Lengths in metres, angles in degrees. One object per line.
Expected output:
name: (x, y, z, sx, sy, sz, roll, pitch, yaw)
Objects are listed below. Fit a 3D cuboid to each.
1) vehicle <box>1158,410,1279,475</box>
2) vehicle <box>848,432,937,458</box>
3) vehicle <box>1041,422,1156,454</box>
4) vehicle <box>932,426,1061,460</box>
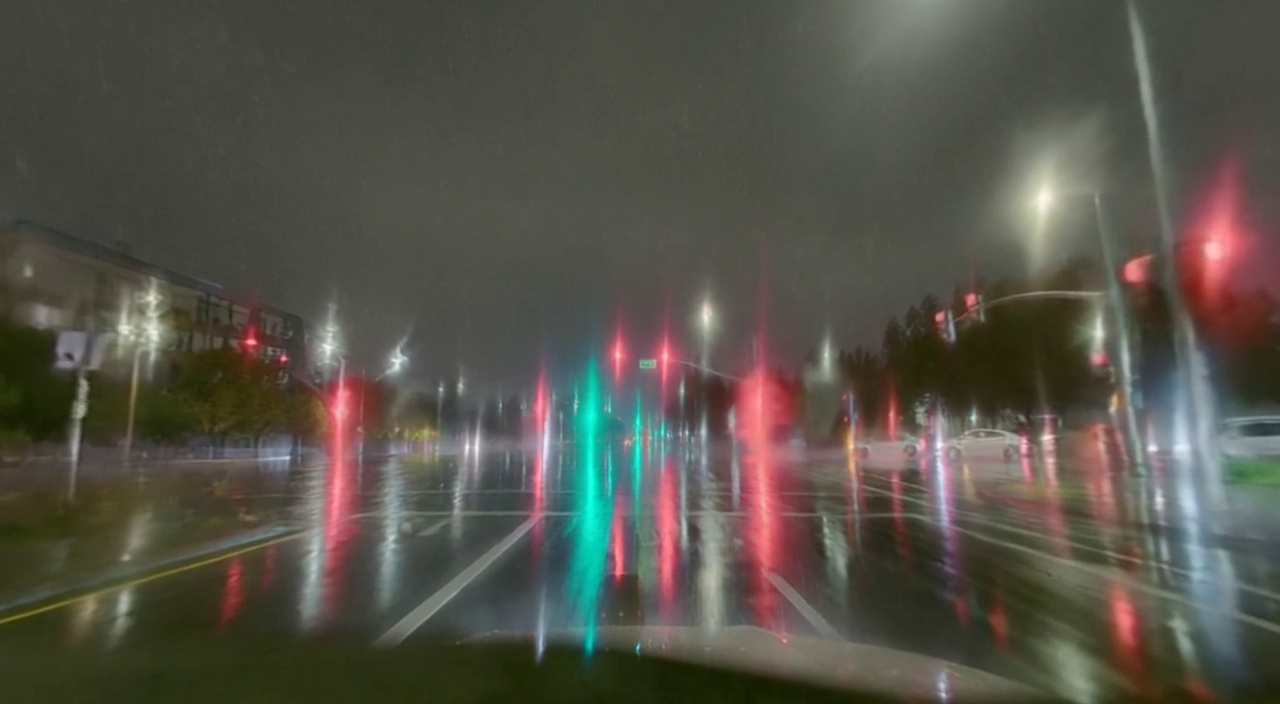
vehicle: (19.453, 2.767, 19.401, 5.212, 1.864, 2.044, 0, -8, -1)
vehicle: (13.614, 5.050, 34.226, 4.046, 1.306, 1.719, -1, -8, 5)
vehicle: (24.977, 4.718, 34.559, 4.571, 1.698, 1.977, -1, -8, 3)
vehicle: (16.518, 4.235, 29.426, 4.916, 1.504, 1.846, 0, -8, -2)
